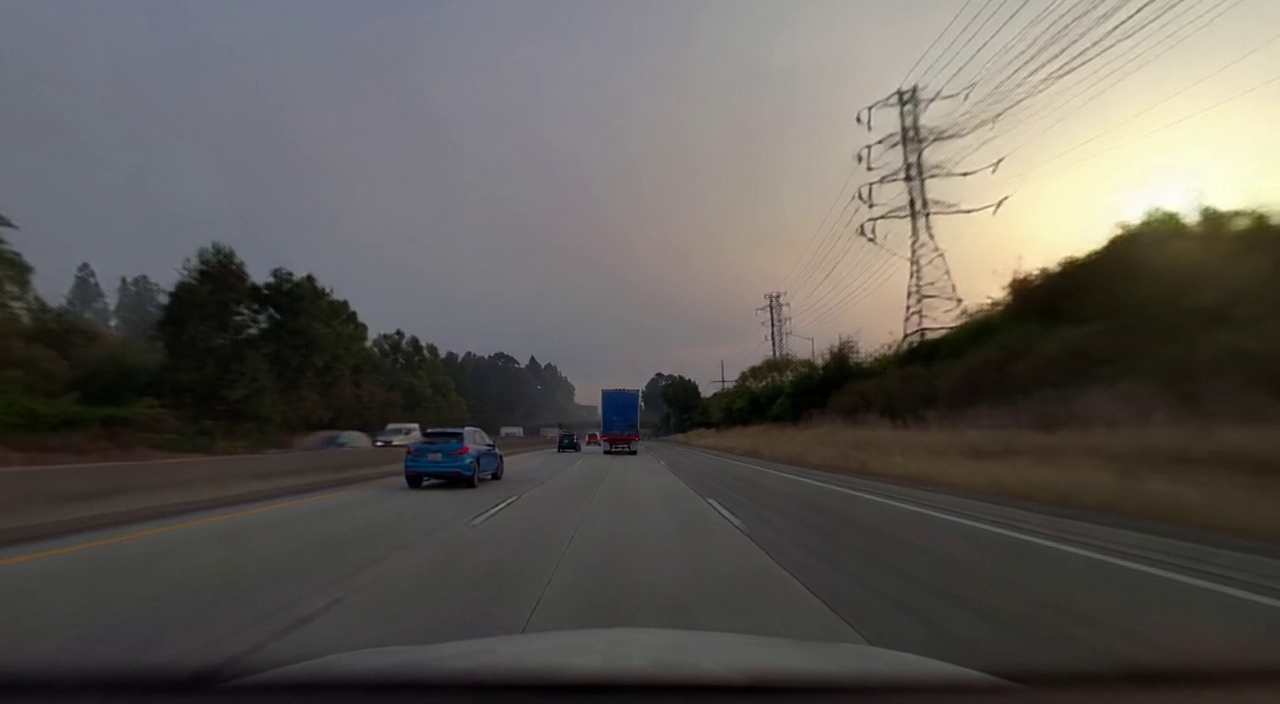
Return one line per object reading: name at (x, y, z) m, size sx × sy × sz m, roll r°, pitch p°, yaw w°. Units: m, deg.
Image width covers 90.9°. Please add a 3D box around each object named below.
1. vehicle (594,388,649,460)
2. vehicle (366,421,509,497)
vehicle at (-1.122, 4.524, 38.865) m, size 2.955 × 3.851 × 9.915 m, roll 0°, pitch -8°, yaw -2°
vehicle at (-4.803, 2.589, 15.751) m, size 2.117 × 1.618 × 4.480 m, roll 0°, pitch -8°, yaw -1°
